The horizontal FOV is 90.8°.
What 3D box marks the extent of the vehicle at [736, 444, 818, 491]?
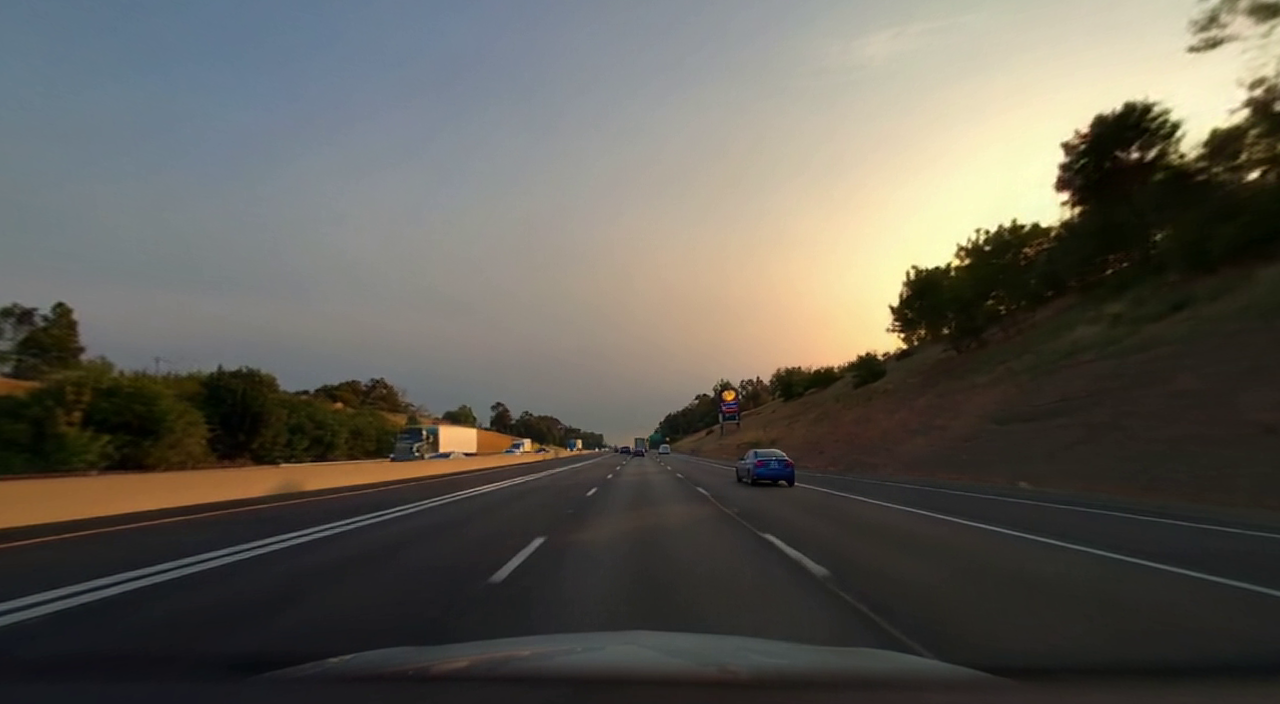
[{"bbox_3d":[4.719,4.023,22.307,1.967,1.472,3.751,0,-9,-2],"label":"vehicle"}]
